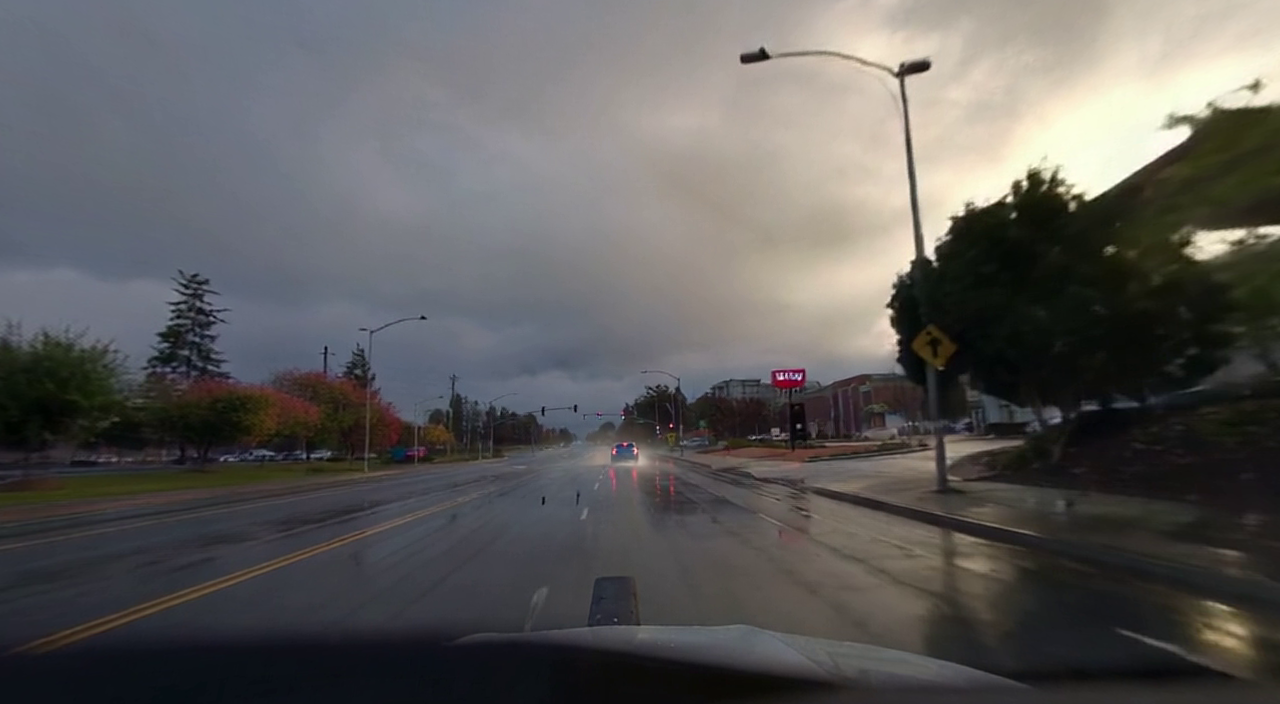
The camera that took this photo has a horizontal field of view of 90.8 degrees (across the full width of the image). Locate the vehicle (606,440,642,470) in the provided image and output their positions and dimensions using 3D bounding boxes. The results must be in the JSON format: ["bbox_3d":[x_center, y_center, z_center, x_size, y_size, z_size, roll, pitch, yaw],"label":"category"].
[{"bbox_3d":[-0.938,6.131,37.802,2.024,1.628,4.774,0,-8,-1],"label":"vehicle"}]
